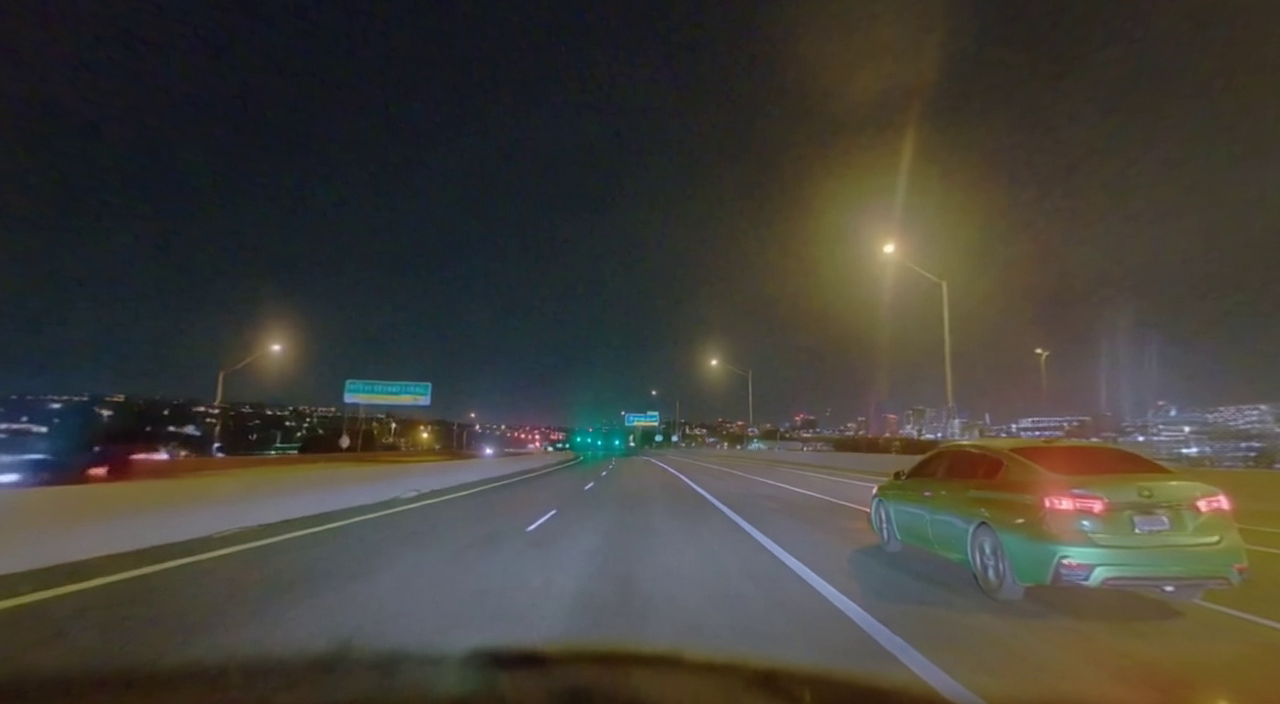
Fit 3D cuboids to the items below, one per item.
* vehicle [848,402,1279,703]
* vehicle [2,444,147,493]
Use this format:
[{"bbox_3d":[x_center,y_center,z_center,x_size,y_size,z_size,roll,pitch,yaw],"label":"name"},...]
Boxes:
[{"bbox_3d":[3.721,1.400,5.643,2.104,1.575,4.698,0,-8,0],"label":"vehicle"},{"bbox_3d":[-23.635,4.853,26.607,2.278,1.868,4.032,0,-8,1],"label":"vehicle"}]
